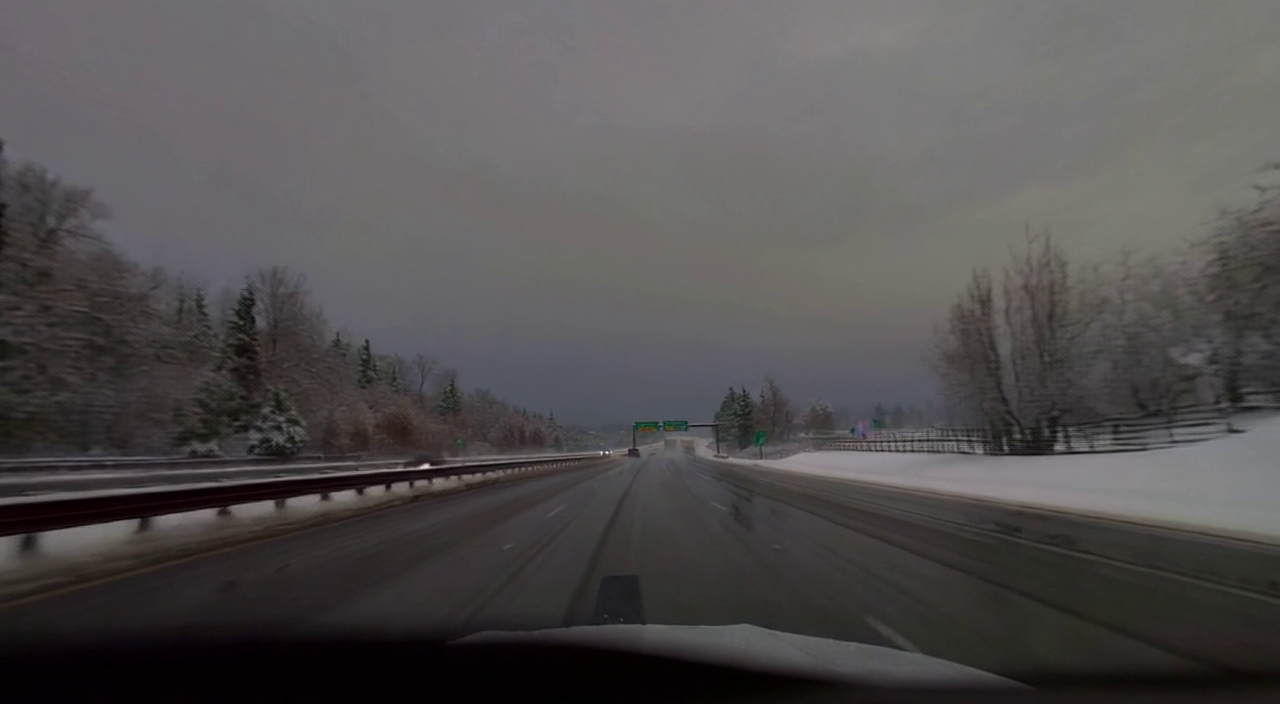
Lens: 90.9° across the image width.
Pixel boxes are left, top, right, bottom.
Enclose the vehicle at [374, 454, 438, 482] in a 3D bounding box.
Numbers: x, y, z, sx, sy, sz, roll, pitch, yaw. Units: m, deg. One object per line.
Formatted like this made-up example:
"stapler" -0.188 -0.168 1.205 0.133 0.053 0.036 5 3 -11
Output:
"vehicle" -13.976 6.907 37.907 1.886 1.501 4.793 0 -9 1
